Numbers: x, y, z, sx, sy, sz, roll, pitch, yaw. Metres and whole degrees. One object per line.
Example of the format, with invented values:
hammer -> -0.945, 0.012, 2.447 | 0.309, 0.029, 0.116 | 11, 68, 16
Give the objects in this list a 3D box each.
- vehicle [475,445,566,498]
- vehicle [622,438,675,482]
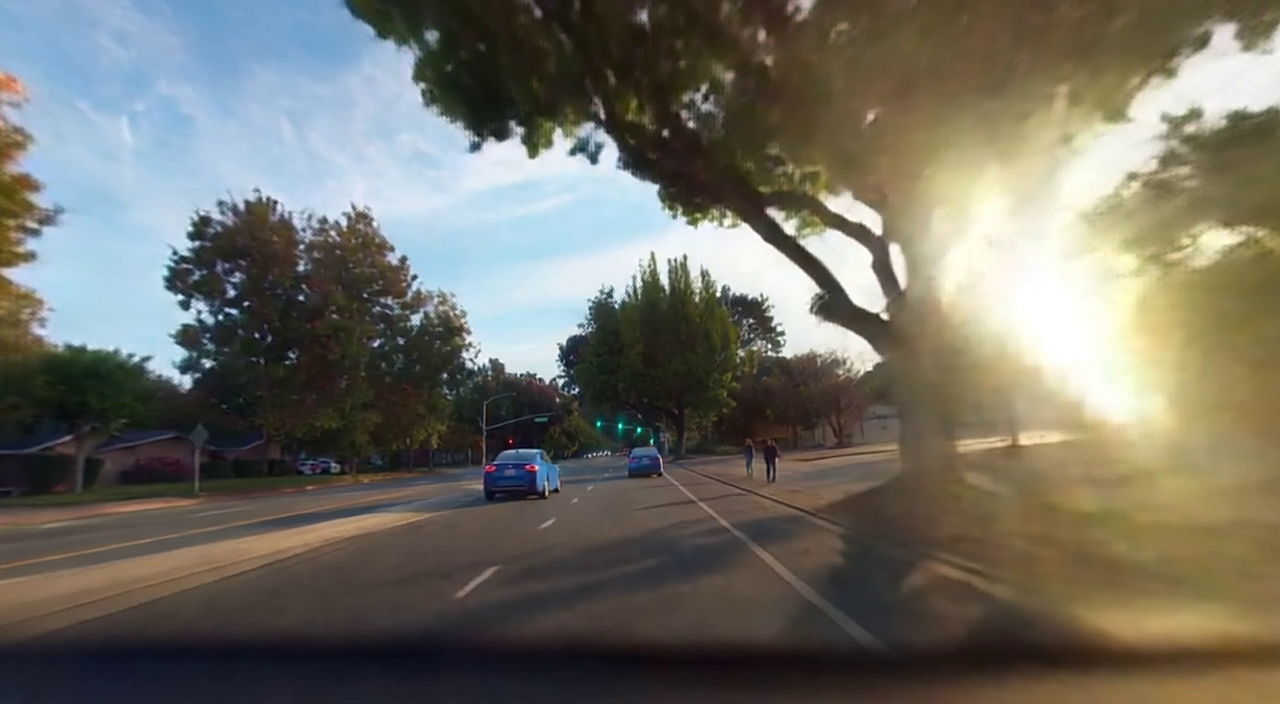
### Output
vehicle -> -3.637, 3.699, 19.920 | 2.036, 1.447, 4.044 | 0, -8, 0
vehicle -> 0.298, 4.846, 28.623 | 2.215, 1.799, 4.426 | 0, -8, -1
